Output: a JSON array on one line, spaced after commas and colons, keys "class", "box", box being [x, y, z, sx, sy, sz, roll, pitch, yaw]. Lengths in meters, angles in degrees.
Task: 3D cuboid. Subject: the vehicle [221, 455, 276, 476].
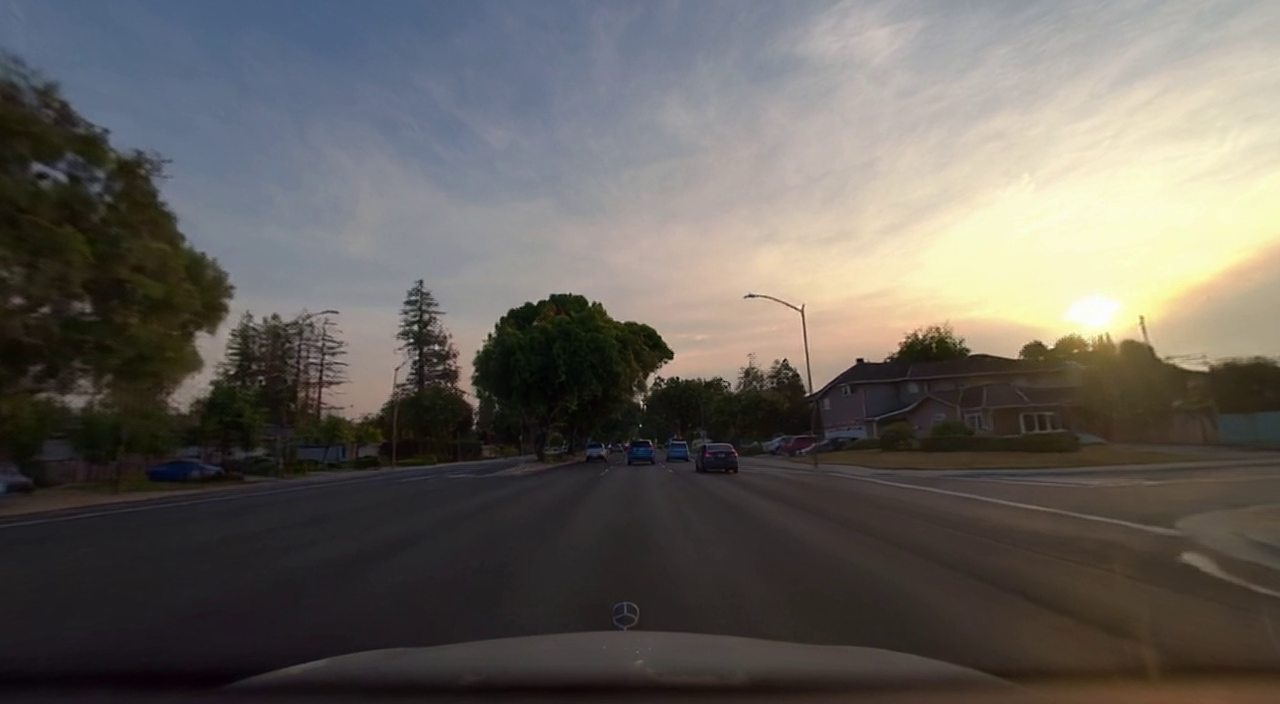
[{"class": "vehicle", "box": [-30.013, 8.706, 48.562, 1.806, 1.476, 3.985, 0, -8, -2]}]

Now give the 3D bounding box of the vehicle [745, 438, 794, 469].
[{"class": "vehicle", "box": [7.671, 6.044, 37.745, 1.933, 1.759, 3.900, 0, -8, -2]}]

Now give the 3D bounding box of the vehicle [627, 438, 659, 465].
[{"class": "vehicle", "box": [0.161, 6.689, 42.634, 2.043, 1.734, 4.253, 0, -8, -1]}]

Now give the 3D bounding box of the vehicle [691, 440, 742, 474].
[{"class": "vehicle", "box": [3.530, 4.905, 29.796, 1.830, 1.451, 4.009, 0, -8, -1]}]

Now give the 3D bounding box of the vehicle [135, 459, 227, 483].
[{"class": "vehicle", "box": [-29.783, 7.722, 41.106, 4.450, 1.421, 1.932, 0, -8, 0]}]

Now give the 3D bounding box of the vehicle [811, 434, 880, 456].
[{"class": "vehicle", "box": [15.454, 7.045, 47.677, 4.491, 1.593, 1.884, -1, -8, 3]}]
